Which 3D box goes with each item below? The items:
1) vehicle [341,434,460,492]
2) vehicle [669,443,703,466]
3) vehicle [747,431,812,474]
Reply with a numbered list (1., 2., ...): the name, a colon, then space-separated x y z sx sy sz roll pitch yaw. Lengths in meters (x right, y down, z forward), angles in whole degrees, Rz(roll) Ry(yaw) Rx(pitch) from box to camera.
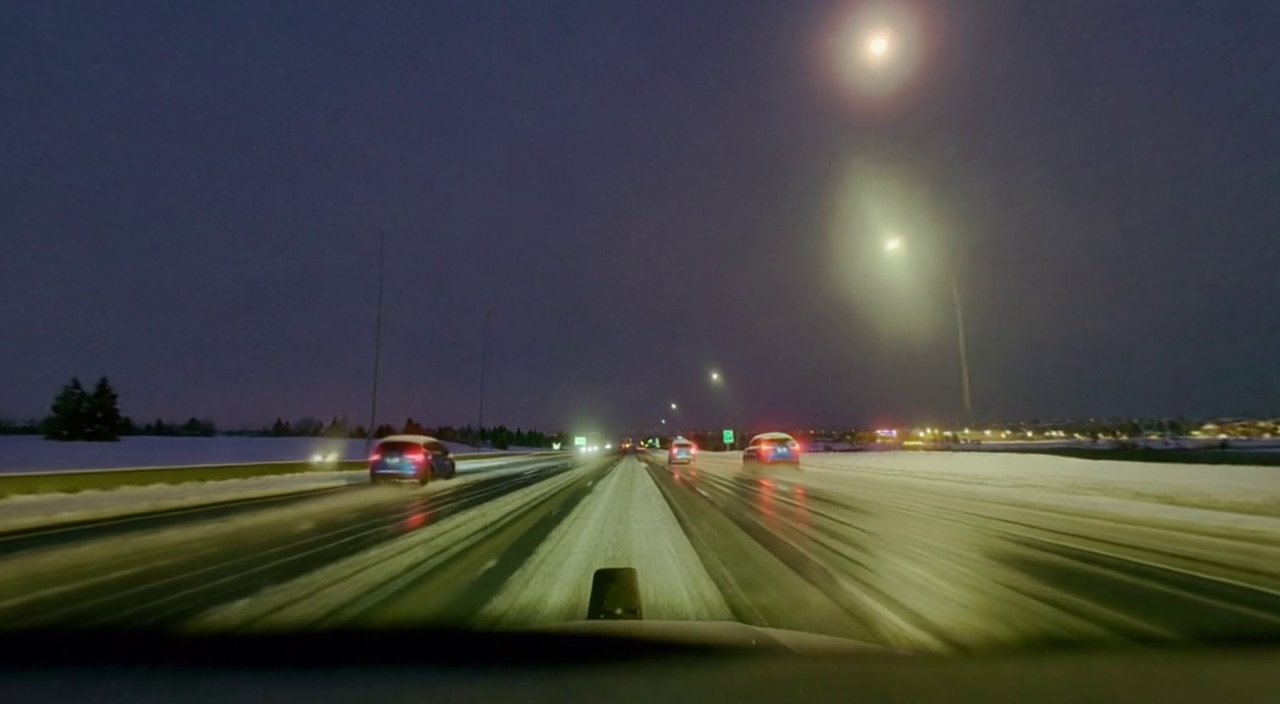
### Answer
1. vehicle: -7.893 3.688 21.534 2.083 1.696 5.464 1 -8 -2
2. vehicle: 3.183 7.165 44.499 2.000 1.533 3.770 0 -8 -1
3. vehicle: 6.833 4.985 31.452 2.065 1.953 4.605 0 -8 -1
